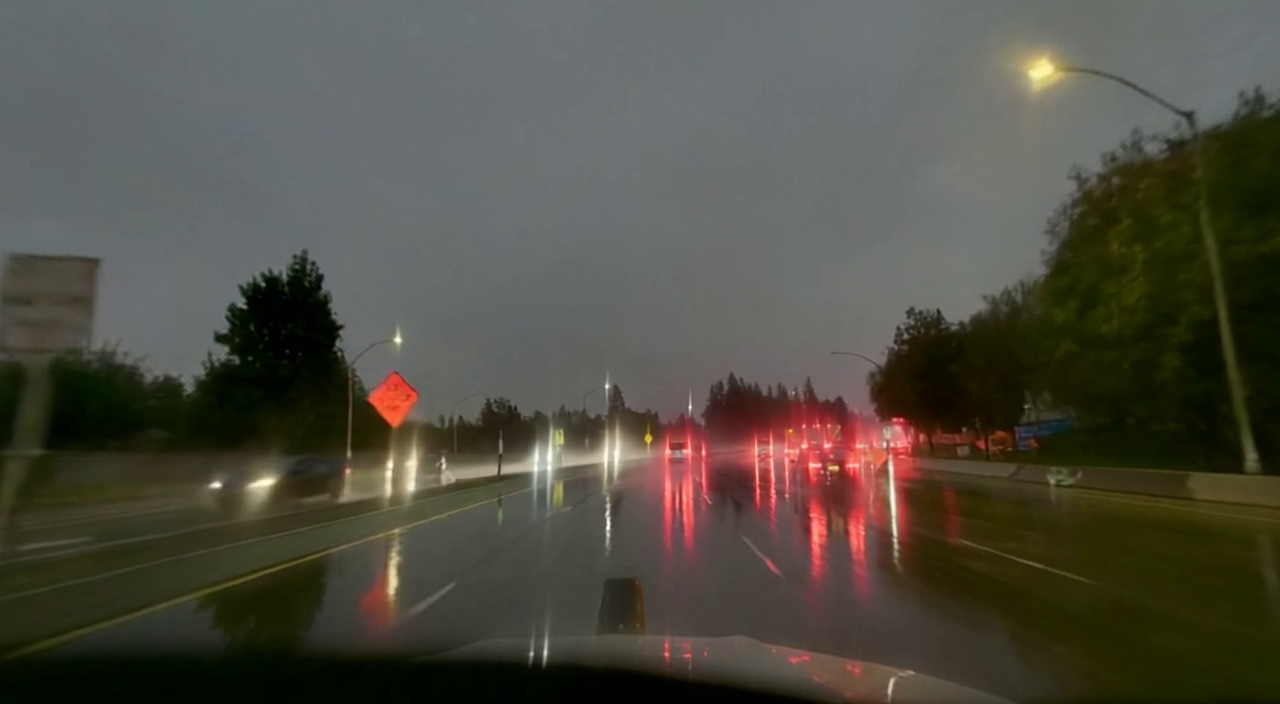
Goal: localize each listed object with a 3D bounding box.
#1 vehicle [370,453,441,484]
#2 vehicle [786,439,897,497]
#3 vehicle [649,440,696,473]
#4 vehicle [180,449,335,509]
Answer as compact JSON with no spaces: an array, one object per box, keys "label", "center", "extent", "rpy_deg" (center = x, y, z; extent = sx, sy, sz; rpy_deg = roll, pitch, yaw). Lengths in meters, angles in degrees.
[{"label":"vehicle","center":[-13.566,6.752,36.864],"extent":[1.913,1.610,4.549],"rpy_deg":[-1,-9,7]},{"label":"vehicle","center":[5.679,3.313,18.430],"extent":[2.044,1.474,4.083],"rpy_deg":[-1,-9,3]},{"label":"vehicle","center":[1.849,5.673,34.457],"extent":[2.201,1.676,4.541],"rpy_deg":[-1,-9,7]},{"label":"vehicle","center":[-11.958,3.962,20.183],"extent":[2.032,1.657,4.271],"rpy_deg":[-1,-9,4]}]
